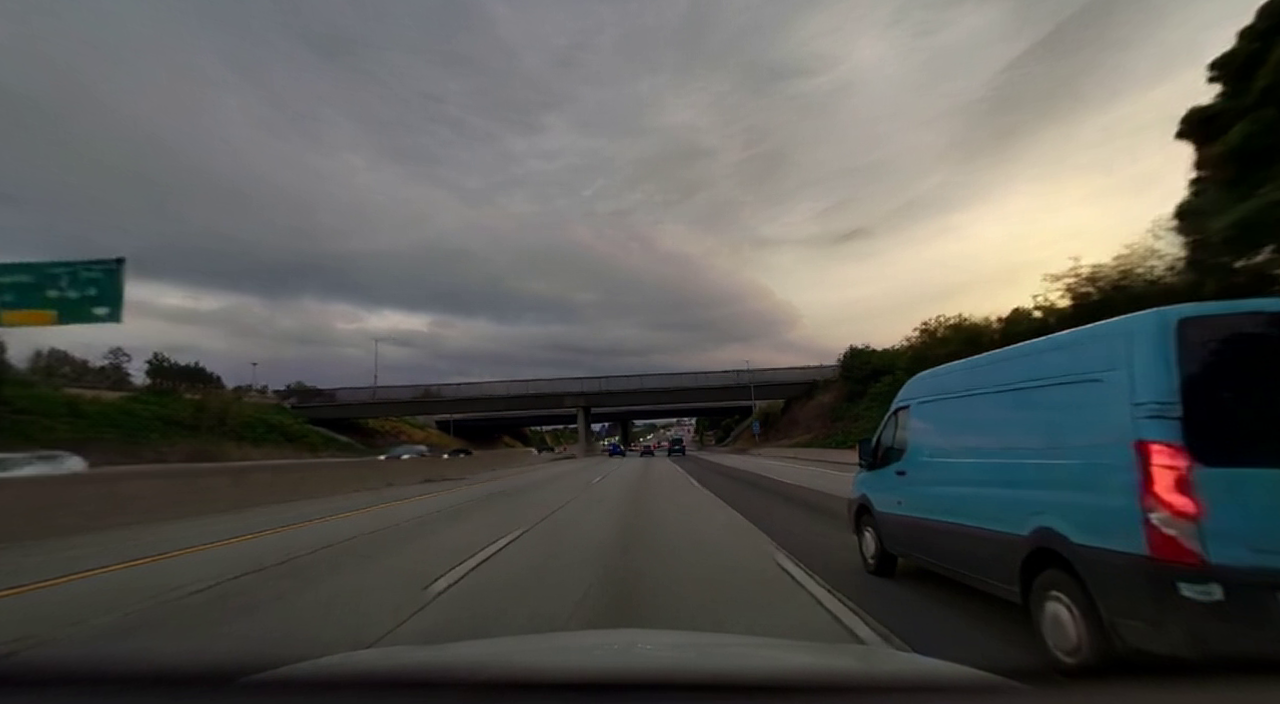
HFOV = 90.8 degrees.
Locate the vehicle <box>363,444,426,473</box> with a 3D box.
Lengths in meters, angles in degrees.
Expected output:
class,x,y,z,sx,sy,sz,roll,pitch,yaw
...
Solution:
class,x,y,z,sx,sy,sz,roll,pitch,yaw
vehicle,-16.603,7.185,43.031,2.022,1.796,5.309,0,-8,2
